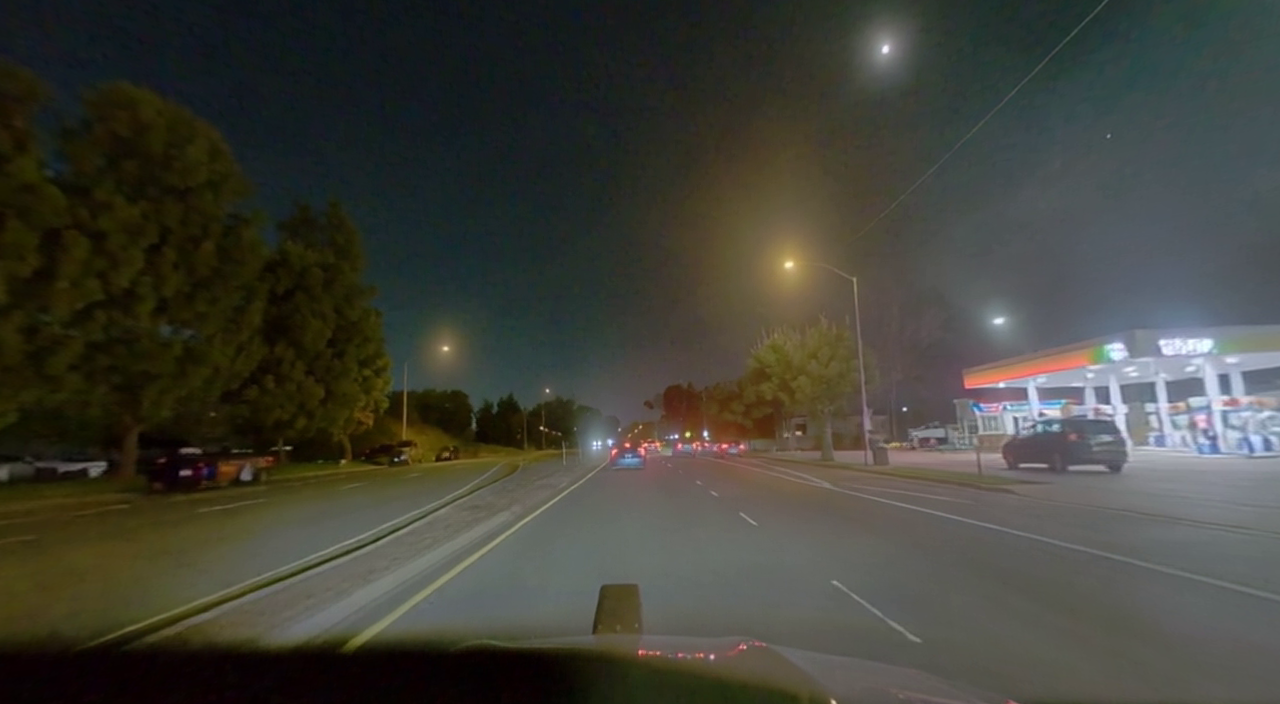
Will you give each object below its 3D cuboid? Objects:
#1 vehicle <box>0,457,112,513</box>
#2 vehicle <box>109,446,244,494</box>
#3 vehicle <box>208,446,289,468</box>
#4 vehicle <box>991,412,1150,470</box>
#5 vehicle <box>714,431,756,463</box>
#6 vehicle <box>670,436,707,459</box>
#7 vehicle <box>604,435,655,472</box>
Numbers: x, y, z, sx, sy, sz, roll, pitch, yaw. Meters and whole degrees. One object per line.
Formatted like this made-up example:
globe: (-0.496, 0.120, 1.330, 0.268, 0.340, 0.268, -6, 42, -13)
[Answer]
vehicle: (-18.769, 3.962, 19.038, 1.797, 1.461, 4.536, 0, -8, 0)
vehicle: (-18.785, 4.745, 25.930, 2.004, 1.758, 4.594, 0, -8, 0)
vehicle: (-27.549, 7.403, 44.550, 4.413, 1.451, 1.882, 0, -8, 0)
vehicle: (15.355, 3.253, 22.990, 2.368, 1.868, 4.724, 0, -8, -1)
vehicle: (5.701, 5.599, 37.278, 2.117, 1.757, 4.969, -2, -8, 12)
vehicle: (3.308, 6.659, 44.112, 2.124, 1.476, 4.730, 0, -8, -1)
vehicle: (-0.437, 4.412, 27.750, 2.052, 1.488, 3.779, 0, -8, 0)
